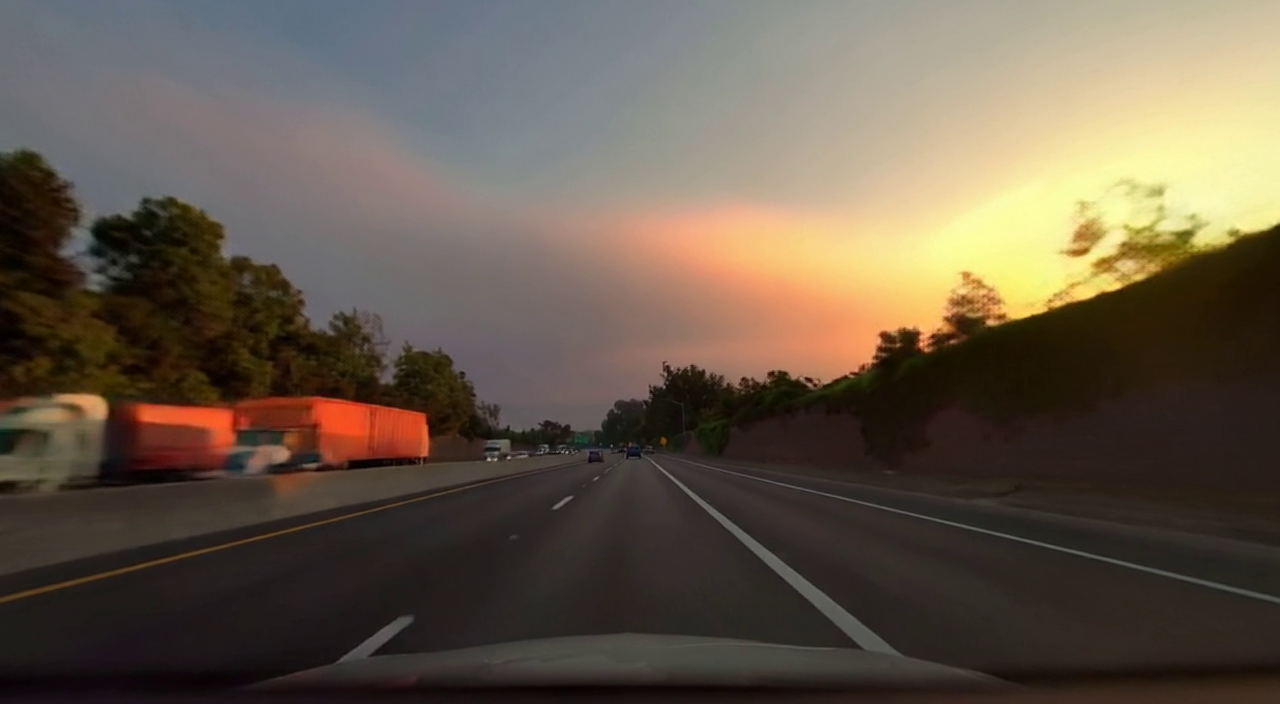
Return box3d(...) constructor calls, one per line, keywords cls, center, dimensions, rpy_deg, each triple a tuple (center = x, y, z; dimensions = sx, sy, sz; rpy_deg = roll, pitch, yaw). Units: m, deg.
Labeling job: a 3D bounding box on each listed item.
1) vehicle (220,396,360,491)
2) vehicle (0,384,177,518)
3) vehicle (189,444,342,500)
box3d(cls="vehicle", center=(-16.201, 4.336, 29.823), dimensions=(2.980, 4.025, 6.140), rpy_deg=(0, -9, -1))
box3d(cls="vehicle", center=(-19.949, 3.346, 21.582), dimensions=(3.025, 3.867, 6.475), rpy_deg=(0, -9, 0))
box3d(cls="vehicle", center=(-11.246, 3.612, 19.400), dimensions=(1.910, 1.506, 4.487), rpy_deg=(0, -9, 0))
